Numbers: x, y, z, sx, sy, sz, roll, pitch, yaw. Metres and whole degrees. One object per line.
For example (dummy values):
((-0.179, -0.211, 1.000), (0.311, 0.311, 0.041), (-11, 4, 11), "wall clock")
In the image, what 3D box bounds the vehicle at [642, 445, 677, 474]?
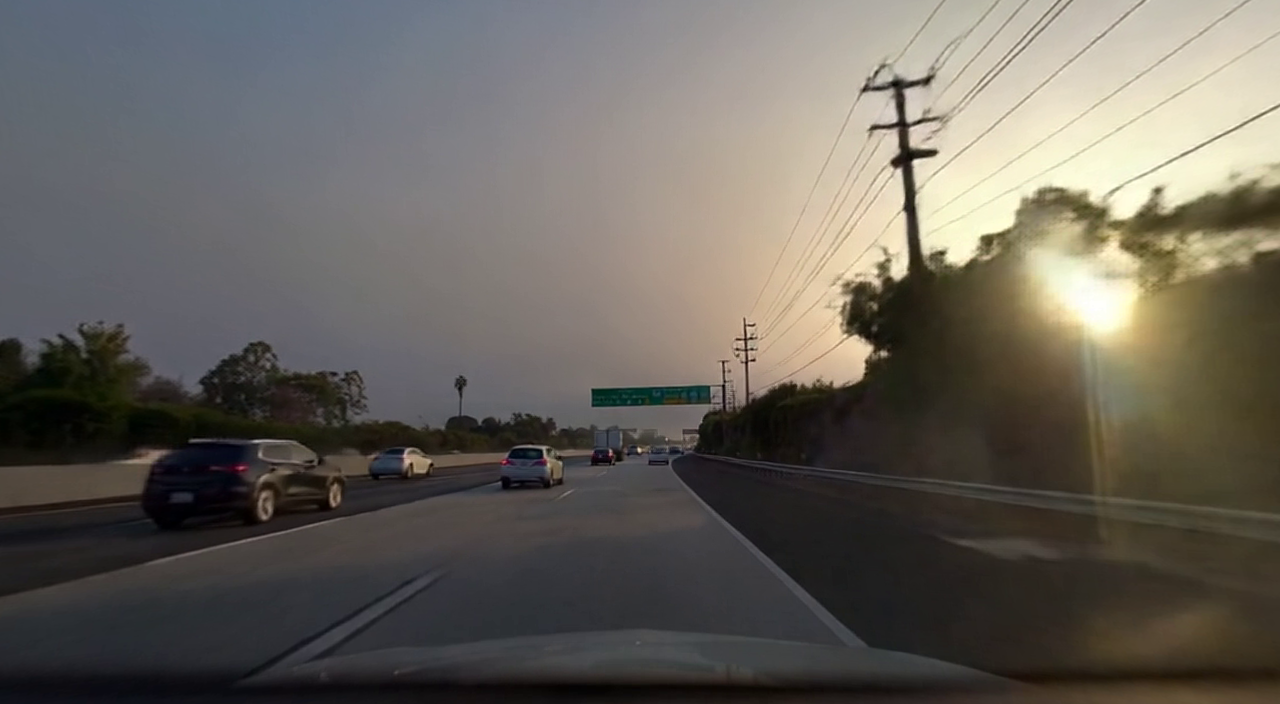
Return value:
((1.243, 6.710, 39.445), (2.038, 1.677, 4.219), (0, -9, 2), "vehicle")

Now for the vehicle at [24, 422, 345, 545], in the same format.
((-7.502, 2.203, 11.254), (2.043, 1.696, 4.851), (0, -9, 1), "vehicle")

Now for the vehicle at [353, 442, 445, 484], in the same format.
((-10.704, 4.942, 28.435), (2.097, 1.722, 4.981), (0, -9, 1), "vehicle")

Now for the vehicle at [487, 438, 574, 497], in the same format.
((-3.387, 3.658, 20.318), (1.976, 1.688, 4.124), (0, -9, 1), "vehicle")
